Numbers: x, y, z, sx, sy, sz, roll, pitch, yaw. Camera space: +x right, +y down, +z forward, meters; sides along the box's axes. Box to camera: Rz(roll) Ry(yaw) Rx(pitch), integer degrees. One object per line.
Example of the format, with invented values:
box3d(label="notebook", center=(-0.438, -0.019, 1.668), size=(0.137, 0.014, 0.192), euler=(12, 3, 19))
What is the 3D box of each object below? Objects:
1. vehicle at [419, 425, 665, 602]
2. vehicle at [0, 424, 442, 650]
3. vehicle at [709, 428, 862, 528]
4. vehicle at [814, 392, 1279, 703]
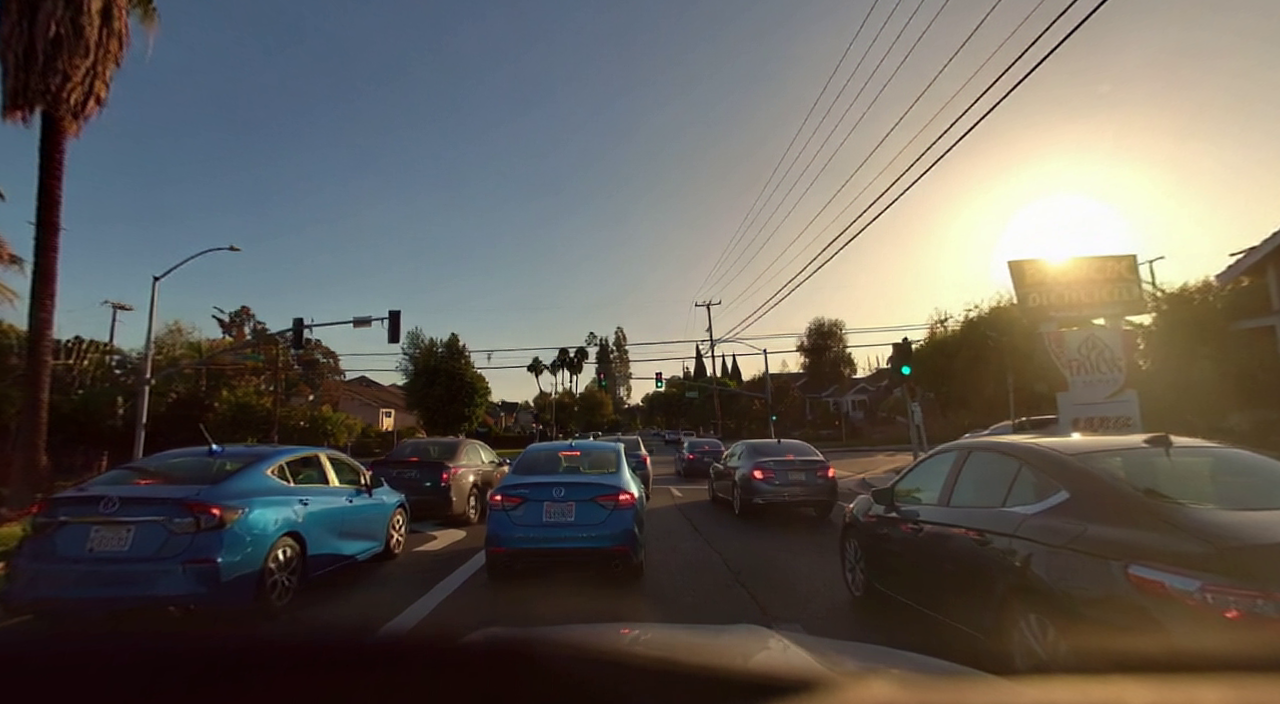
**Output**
box3d(label="vehicle", center=(-0.903, 1.674, 7.413), size=(2.104, 1.500, 3.815), euler=(0, -9, -2))
box3d(label="vehicle", center=(-3.681, 1.560, 6.499), size=(2.058, 1.474, 4.473), euler=(0, -9, -3))
box3d(label="vehicle", center=(2.613, 2.374, 12.499), size=(1.956, 1.615, 4.205), euler=(0, -9, -1))
box3d(label="vehicle", center=(2.764, 1.167, 3.994), size=(2.014, 1.464, 4.312), euler=(0, -9, -1))
